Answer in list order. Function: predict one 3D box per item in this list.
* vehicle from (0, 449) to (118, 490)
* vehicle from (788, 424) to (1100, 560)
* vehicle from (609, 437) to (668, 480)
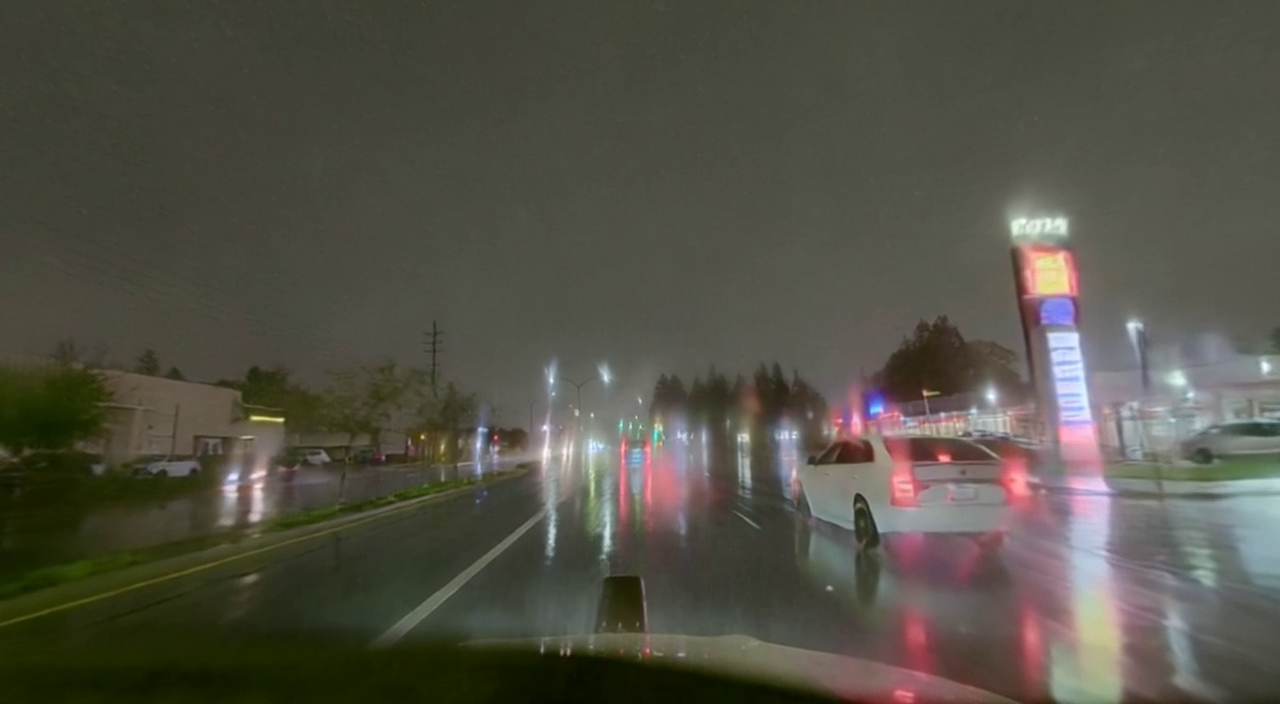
[{"bbox_3d":[-27.394,5.393,29.086,4.698,1.780,2.032,0,-8,1],"label":"vehicle"},{"bbox_3d":[3.884,1.880,9.276,2.153,1.456,4.705,0,-8,-1],"label":"vehicle"},{"bbox_3d":[-0.087,3.908,23.404,1.998,1.452,3.773,0,-8,-1],"label":"vehicle"}]
